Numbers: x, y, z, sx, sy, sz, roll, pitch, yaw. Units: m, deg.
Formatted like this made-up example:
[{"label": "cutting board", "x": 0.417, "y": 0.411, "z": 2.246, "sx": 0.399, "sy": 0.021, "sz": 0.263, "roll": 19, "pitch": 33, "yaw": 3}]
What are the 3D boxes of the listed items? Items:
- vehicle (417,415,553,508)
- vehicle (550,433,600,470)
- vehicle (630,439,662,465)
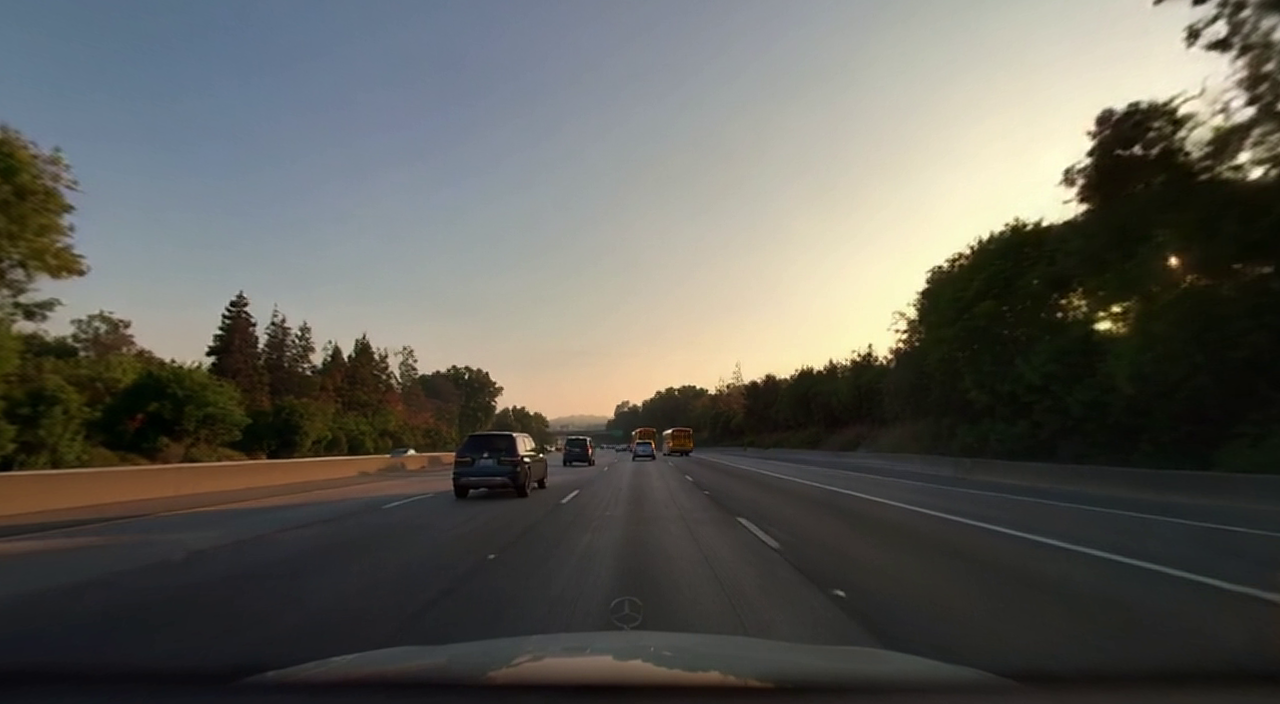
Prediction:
[{"label": "vehicle", "x": -3.494, "y": 2.590, "z": 15.218, "sx": 2.016, "sy": 1.898, "sz": 4.458, "roll": 0, "pitch": -9, "yaw": 1}, {"label": "vehicle", "x": -3.340, "y": 5.286, "z": 33.559, "sx": 2.155, "sy": 1.843, "sz": 4.567, "roll": 0, "pitch": -9, "yaw": 0}, {"label": "vehicle", "x": 0.392, "y": 6.710, "z": 42.286, "sx": 2.042, "sy": 1.632, "sz": 3.654, "roll": 0, "pitch": -9, "yaw": 0}]
